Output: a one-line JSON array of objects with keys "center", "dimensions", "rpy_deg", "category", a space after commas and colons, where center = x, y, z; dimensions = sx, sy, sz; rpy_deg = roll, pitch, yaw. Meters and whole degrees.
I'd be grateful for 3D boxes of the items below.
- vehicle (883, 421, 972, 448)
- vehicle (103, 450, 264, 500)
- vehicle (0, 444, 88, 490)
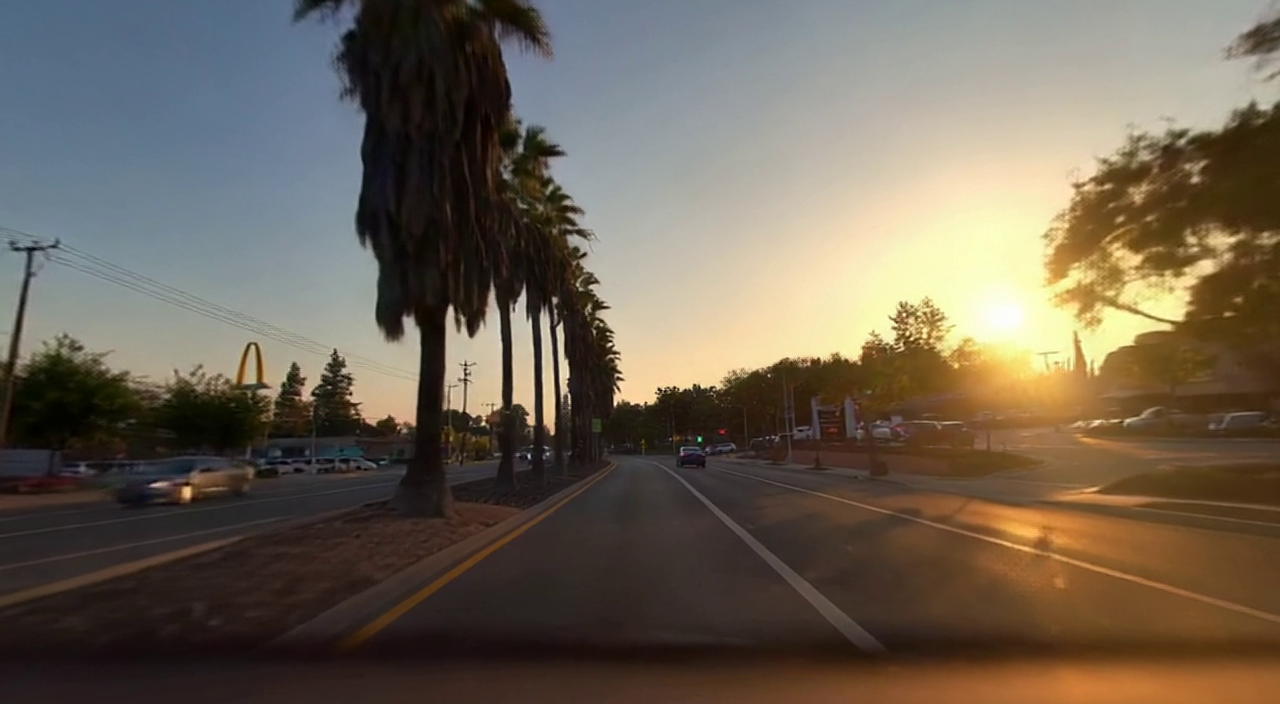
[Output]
[{"center": [18.701, 5.396, 41.212], "dimensions": [4.649, 1.662, 2.349], "rpy_deg": [0, -8, 1], "category": "vehicle"}, {"center": [-16.912, 4.556, 23.831], "dimensions": [2.167, 1.622, 5.184], "rpy_deg": [0, -8, 0], "category": "vehicle"}, {"center": [-32.837, 6.043, 32.876], "dimensions": [2.415, 2.234, 6.082], "rpy_deg": [-1, -11, 1], "category": "vehicle"}]
